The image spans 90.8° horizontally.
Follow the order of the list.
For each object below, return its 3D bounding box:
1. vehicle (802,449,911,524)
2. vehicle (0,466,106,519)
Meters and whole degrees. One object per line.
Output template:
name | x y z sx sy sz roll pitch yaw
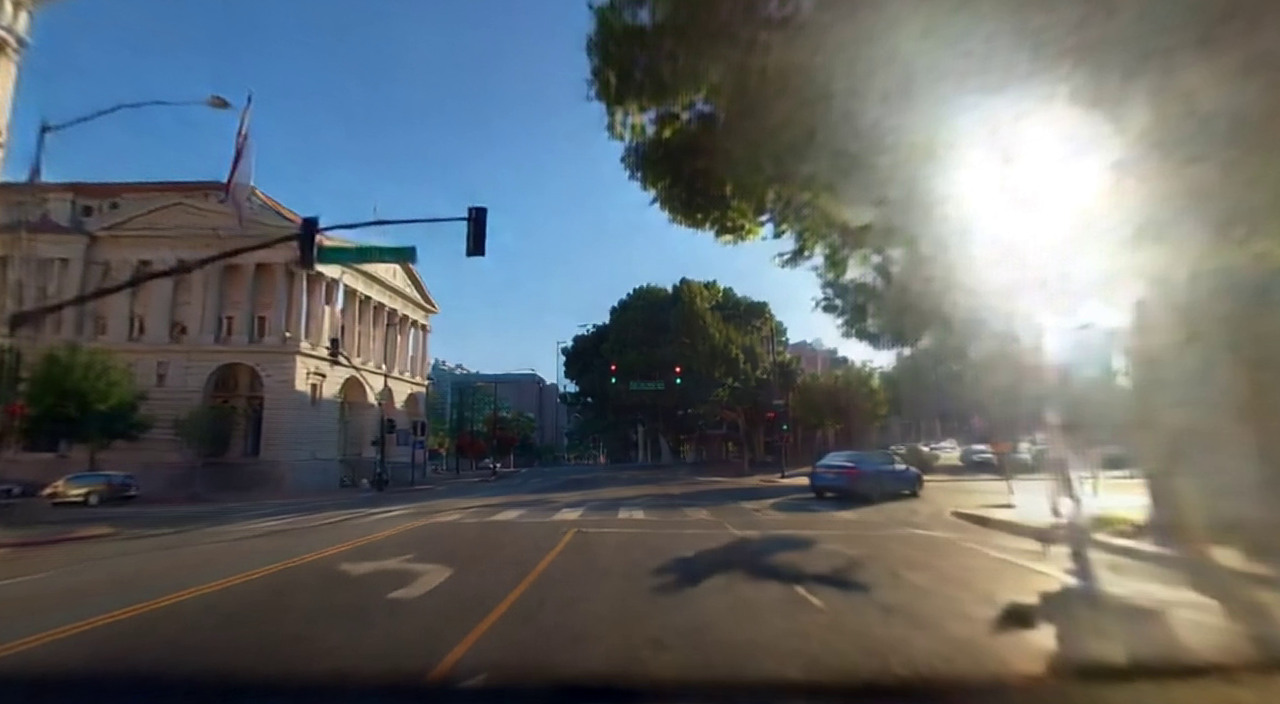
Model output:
vehicle | 5.068 3.145 15.387 2.085 1.530 4.125 -2 -9 13
vehicle | -22.658 5.008 22.752 4.946 1.745 2.028 0 -9 2
